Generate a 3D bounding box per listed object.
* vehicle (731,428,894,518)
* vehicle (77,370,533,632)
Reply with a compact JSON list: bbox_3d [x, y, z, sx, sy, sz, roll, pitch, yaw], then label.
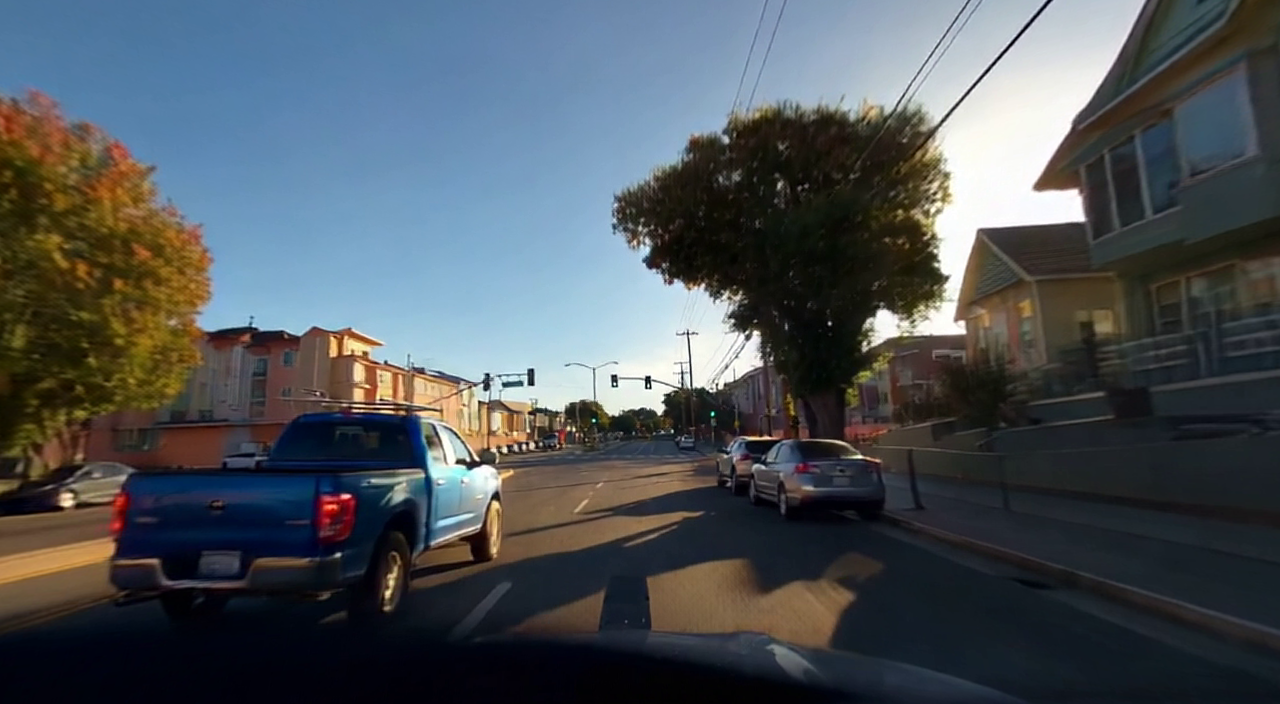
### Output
[{"bbox_3d":[3.240,2.379,12.908,2.012,1.491,4.333,0,-9,-1],"label":"vehicle"},{"bbox_3d":[-2.899,1.477,7.305,2.242,1.890,5.306,-1,-9,1],"label":"vehicle"}]
